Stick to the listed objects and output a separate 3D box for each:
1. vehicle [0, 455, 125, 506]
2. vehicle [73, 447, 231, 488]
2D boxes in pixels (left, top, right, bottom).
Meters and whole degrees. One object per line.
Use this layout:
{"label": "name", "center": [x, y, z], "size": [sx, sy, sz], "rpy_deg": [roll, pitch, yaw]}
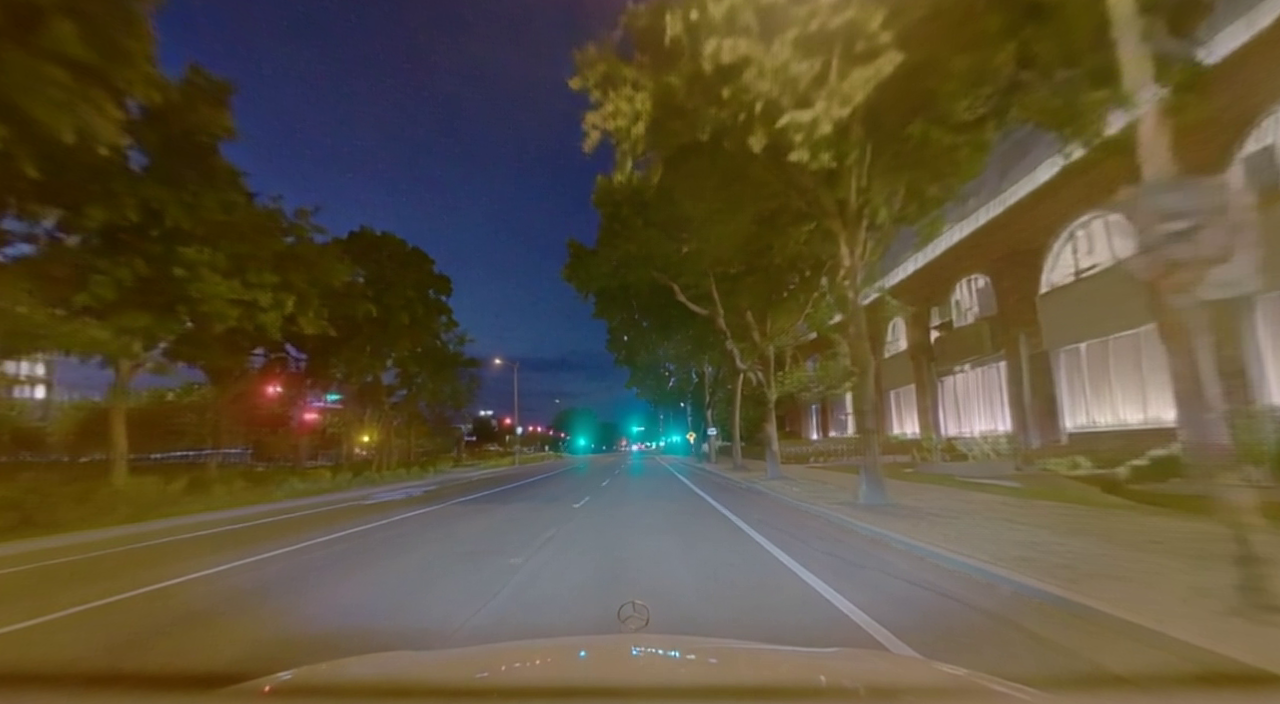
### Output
{"label": "vehicle", "center": [-19.098, 3.974, 19.644], "size": [4.216, 1.455, 2.035], "rpy_deg": [0, -9, -1]}
{"label": "vehicle", "center": [-19.365, 4.596, 25.199], "size": [4.606, 1.544, 1.965], "rpy_deg": [0, -9, -1]}
